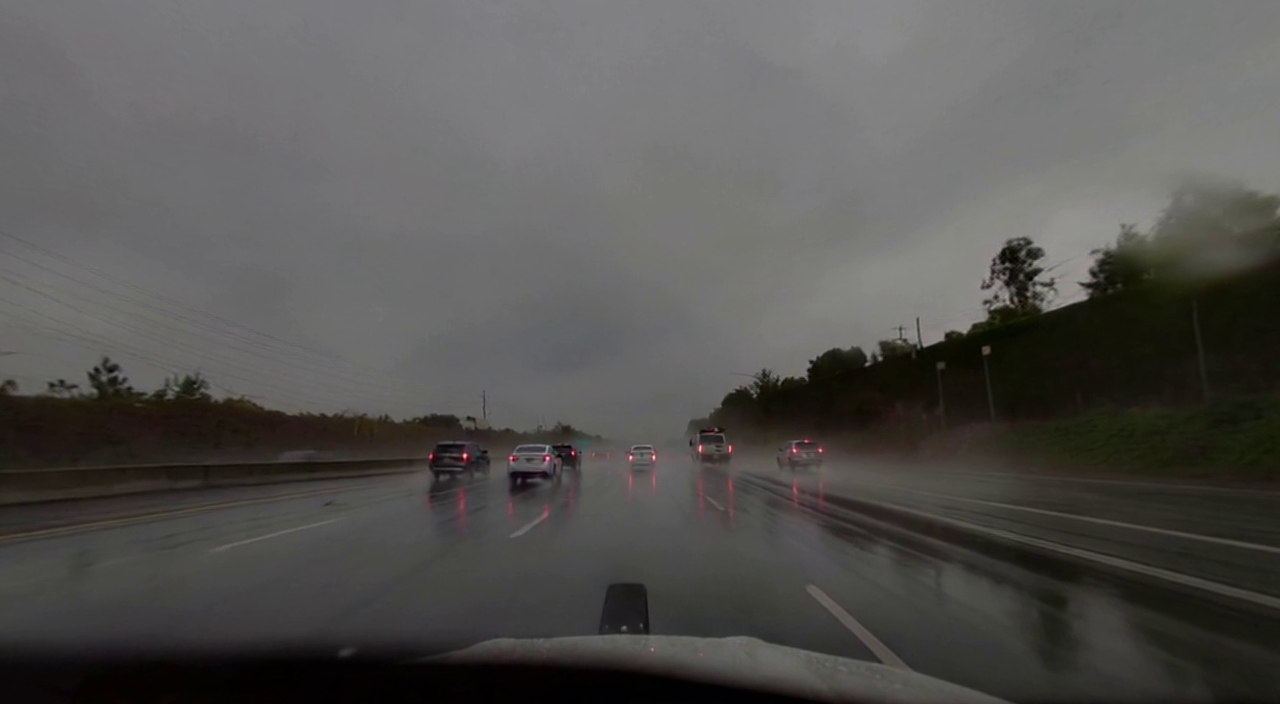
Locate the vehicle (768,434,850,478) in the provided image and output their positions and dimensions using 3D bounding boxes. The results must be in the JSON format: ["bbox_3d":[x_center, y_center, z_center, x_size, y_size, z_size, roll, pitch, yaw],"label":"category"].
[{"bbox_3d":[7.687,4.817,29.414,2.304,1.840,5.706,0,-9,1],"label":"vehicle"}]

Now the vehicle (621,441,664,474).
[{"bbox_3d":[0.144,5.596,33.597,2.115,1.617,4.102,0,-9,0],"label":"vehicle"}]

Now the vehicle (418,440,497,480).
[{"bbox_3d":[-7.647,4.566,26.913,1.961,1.562,4.301,0,-9,1],"label":"vehicle"}]

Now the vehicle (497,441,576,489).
[{"bbox_3d":[-3.480,3.880,21.970,1.970,1.483,4.071,0,-9,1],"label":"vehicle"}]

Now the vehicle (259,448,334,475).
[{"bbox_3d":[-20.794,6.606,38.389,1.882,1.529,4.630,0,-9,1],"label":"vehicle"}]

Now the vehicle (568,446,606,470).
[{"bbox_3d":[-3.388,6.867,41.150,1.987,1.466,4.341,0,-9,1],"label":"vehicle"}]

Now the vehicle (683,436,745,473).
[{"bbox_3d":[3.945,5.659,34.964,2.777,1.895,5.710,0,-9,0],"label":"vehicle"}]
